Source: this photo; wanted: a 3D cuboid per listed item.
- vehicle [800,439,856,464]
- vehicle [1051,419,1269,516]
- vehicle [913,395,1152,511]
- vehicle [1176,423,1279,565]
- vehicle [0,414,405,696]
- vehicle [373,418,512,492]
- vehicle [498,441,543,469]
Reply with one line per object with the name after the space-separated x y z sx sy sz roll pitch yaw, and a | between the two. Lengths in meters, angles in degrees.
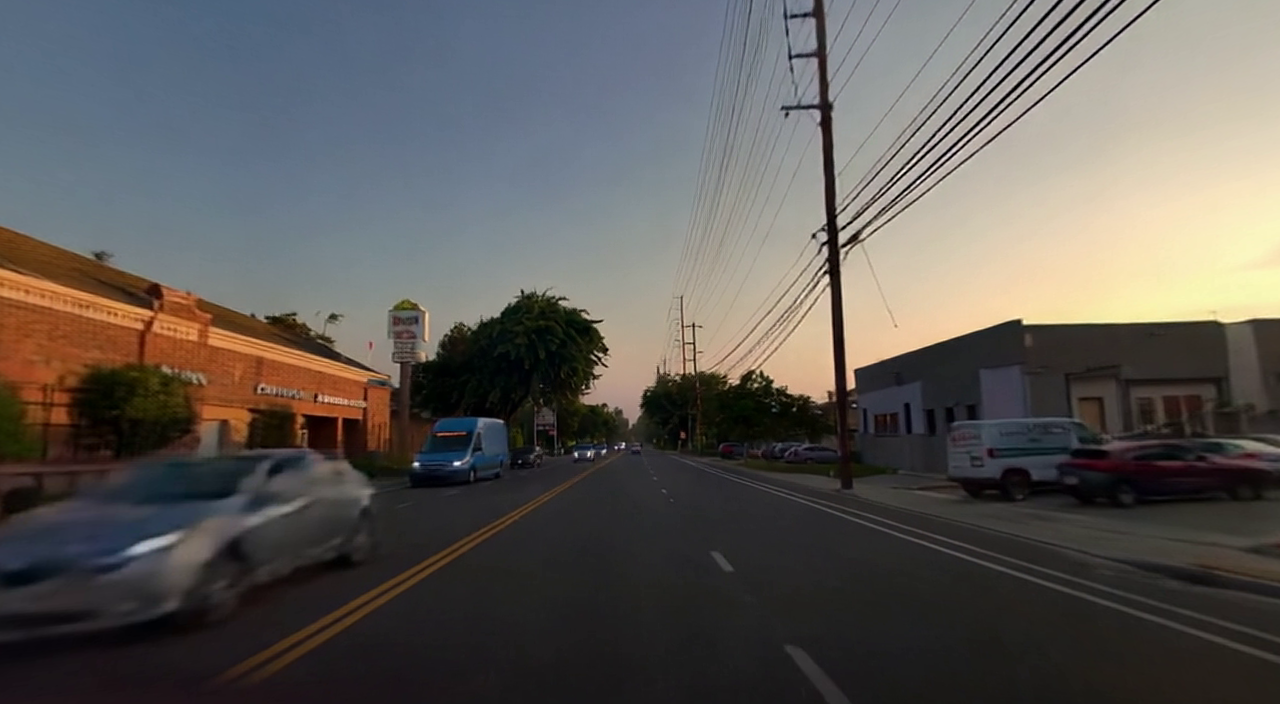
12.413 6.582 41.874 2.143 1.518 4.893 0 -8 0 | vehicle
10.705 2.350 12.887 4.687 1.634 1.938 6 -13 -33 | vehicle
9.780 2.412 15.459 6.532 2.291 2.575 6 -10 -36 | vehicle
9.371 1.783 8.383 4.480 1.616 2.180 5 -10 -35 | vehicle
-4.152 1.479 5.860 1.998 1.562 4.433 -1 -8 3 | vehicle
-7.222 3.914 24.316 2.909 2.362 7.390 -1 -8 1 | vehicle
-7.942 6.852 42.182 2.242 1.741 4.519 0 -8 -1 | vehicle
